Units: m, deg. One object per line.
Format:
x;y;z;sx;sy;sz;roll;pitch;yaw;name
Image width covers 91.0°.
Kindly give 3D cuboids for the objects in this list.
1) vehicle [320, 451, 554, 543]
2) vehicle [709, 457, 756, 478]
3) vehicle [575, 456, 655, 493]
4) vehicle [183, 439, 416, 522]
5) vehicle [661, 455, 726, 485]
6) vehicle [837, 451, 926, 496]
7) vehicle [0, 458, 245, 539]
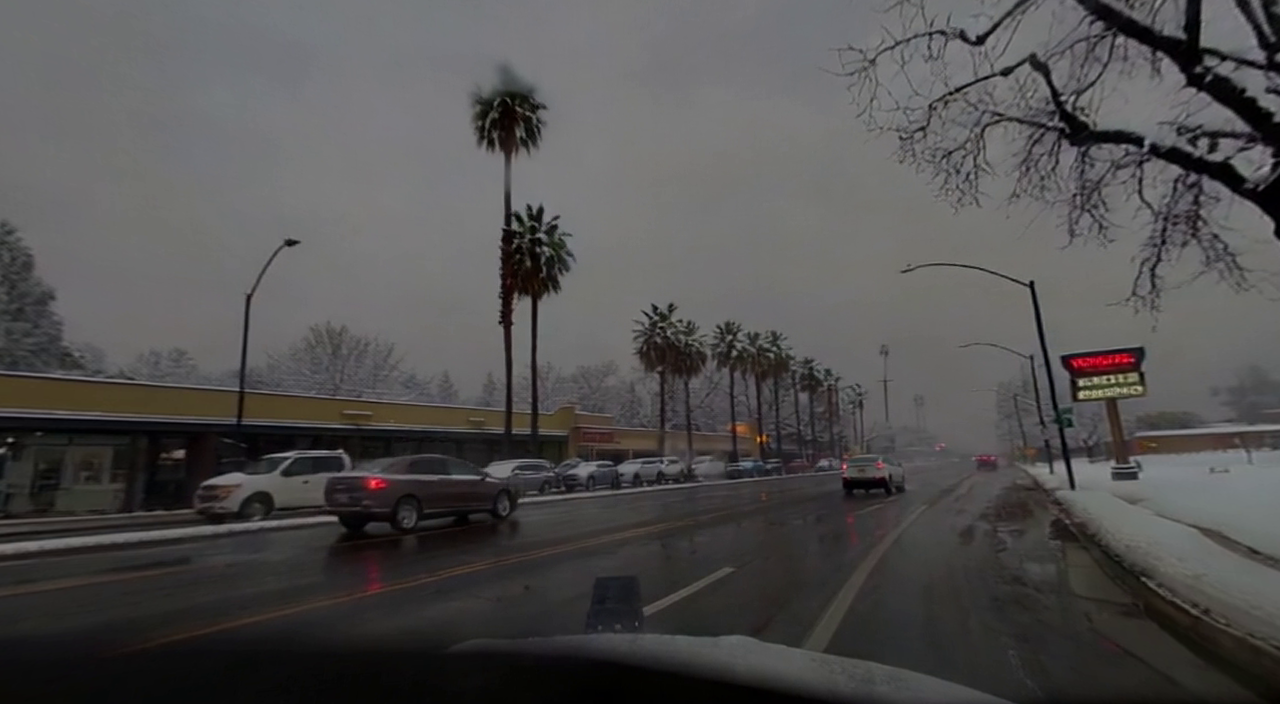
-4.029;2.892;13.372;2.090;1.520;4.452;-5;-10;29;vehicle
7.228;8.960;48.930;1.962;1.464;4.781;-5;-10;29;vehicle
-1.073;5.600;29.092;1.776;1.448;4.137;-5;-10;29;vehicle
-8.517;3.351;16.334;1.989;1.792;4.884;-7;-14;28;vehicle
3.229;6.851;36.839;1.981;1.493;4.721;-5;-10;30;vehicle
9.367;4.566;24.130;2.139;1.461;4.918;-5;-10;33;vehicle
-12.961;3.538;15.902;1.900;1.615;4.573;-5;-10;30;vehicle
